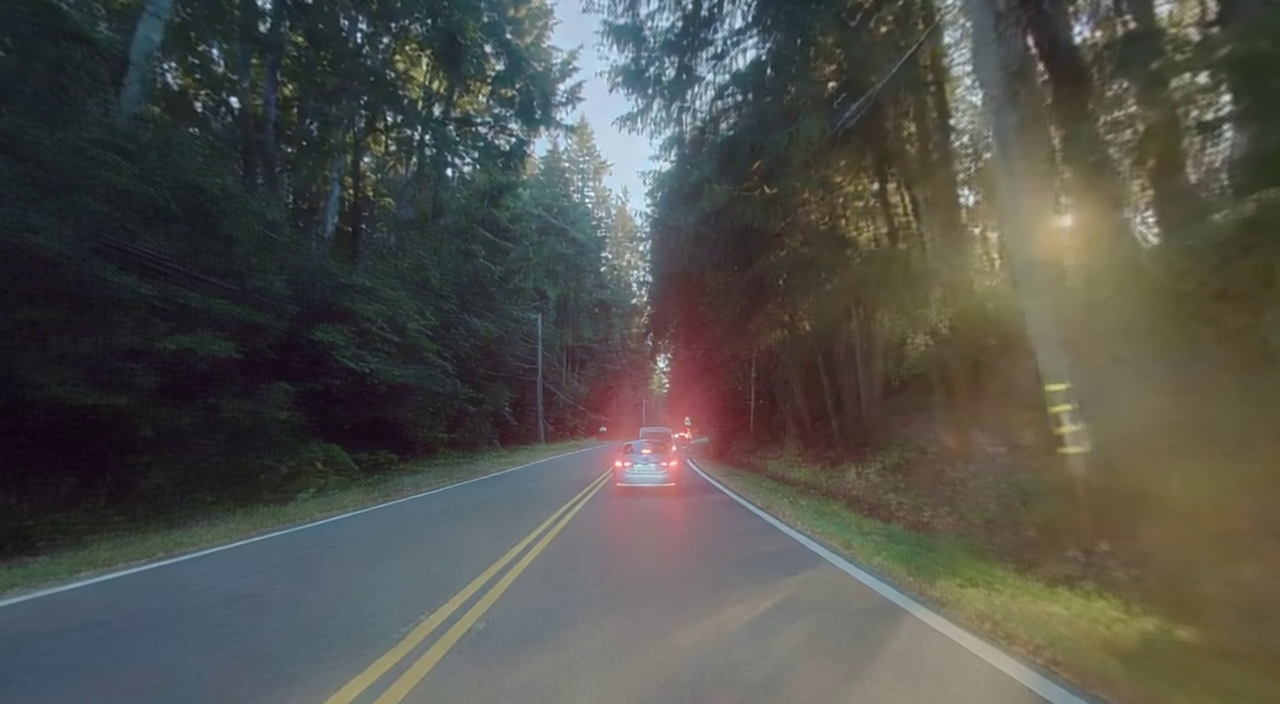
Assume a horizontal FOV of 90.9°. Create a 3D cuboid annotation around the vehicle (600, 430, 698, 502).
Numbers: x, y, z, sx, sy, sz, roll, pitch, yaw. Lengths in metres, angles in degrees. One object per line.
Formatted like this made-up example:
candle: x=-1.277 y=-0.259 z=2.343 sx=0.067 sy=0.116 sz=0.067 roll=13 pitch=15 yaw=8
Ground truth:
vehicle: x=0.169 y=2.705 z=15.295 sx=2.081 sy=1.503 sz=3.726 roll=0 pitch=-8 yaw=-1
